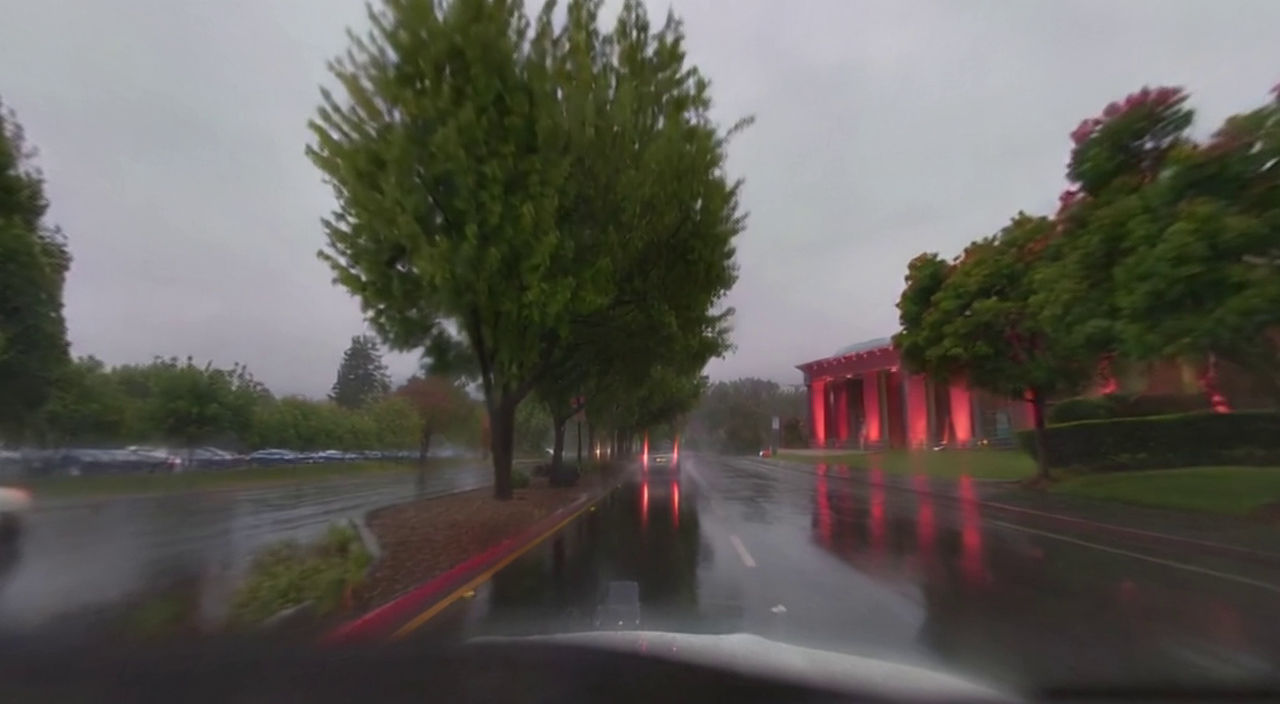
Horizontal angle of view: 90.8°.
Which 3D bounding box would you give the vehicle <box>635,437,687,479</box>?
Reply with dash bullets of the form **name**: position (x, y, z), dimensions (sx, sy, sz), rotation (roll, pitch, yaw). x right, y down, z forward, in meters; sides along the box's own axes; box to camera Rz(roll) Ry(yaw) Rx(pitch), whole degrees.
- **vehicle**: position (0.930, 4.680, 28.170), dimensions (2.123, 1.703, 4.292), rotation (-1, -8, 2)
